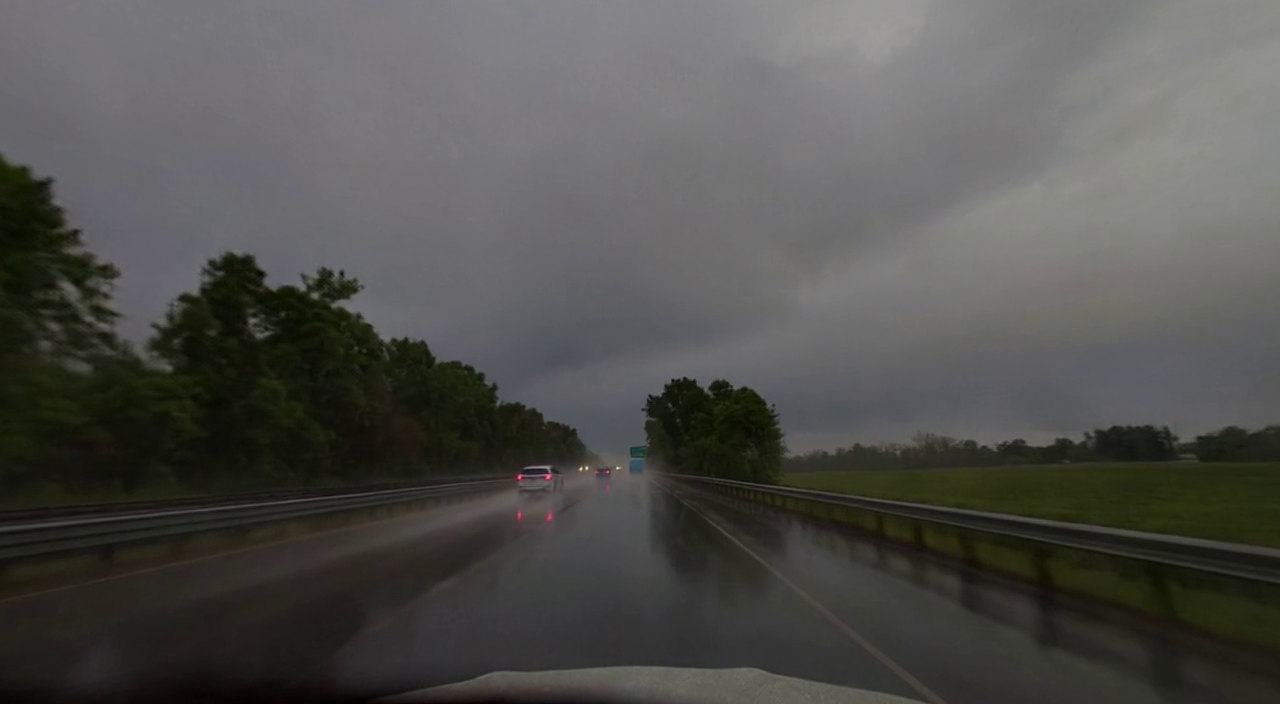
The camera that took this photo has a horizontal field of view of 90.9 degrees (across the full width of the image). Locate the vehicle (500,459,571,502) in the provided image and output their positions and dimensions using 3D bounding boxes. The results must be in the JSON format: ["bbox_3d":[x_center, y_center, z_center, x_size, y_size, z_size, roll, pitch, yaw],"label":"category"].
[{"bbox_3d":[-4.166,5.245,25.918,2.040,1.525,4.603,1,-11,1],"label":"vehicle"}]
